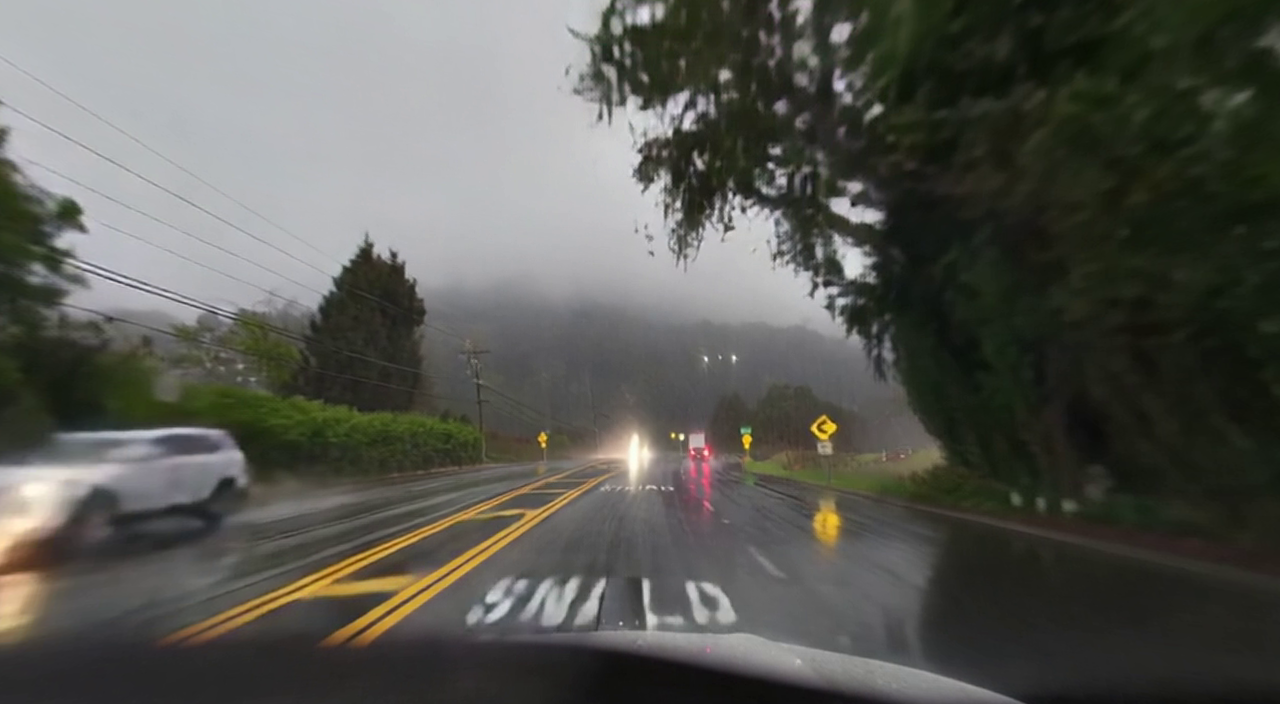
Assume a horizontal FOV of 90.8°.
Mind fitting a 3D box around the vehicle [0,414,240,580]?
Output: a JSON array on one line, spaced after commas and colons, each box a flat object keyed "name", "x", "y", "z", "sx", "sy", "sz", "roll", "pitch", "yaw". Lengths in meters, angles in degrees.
[{"name": "vehicle", "x": -7.657, "y": 1.765, "z": 8.324, "sx": 2.056, "sy": 1.677, "sz": 4.282, "roll": 0, "pitch": -9, "yaw": -2}]
